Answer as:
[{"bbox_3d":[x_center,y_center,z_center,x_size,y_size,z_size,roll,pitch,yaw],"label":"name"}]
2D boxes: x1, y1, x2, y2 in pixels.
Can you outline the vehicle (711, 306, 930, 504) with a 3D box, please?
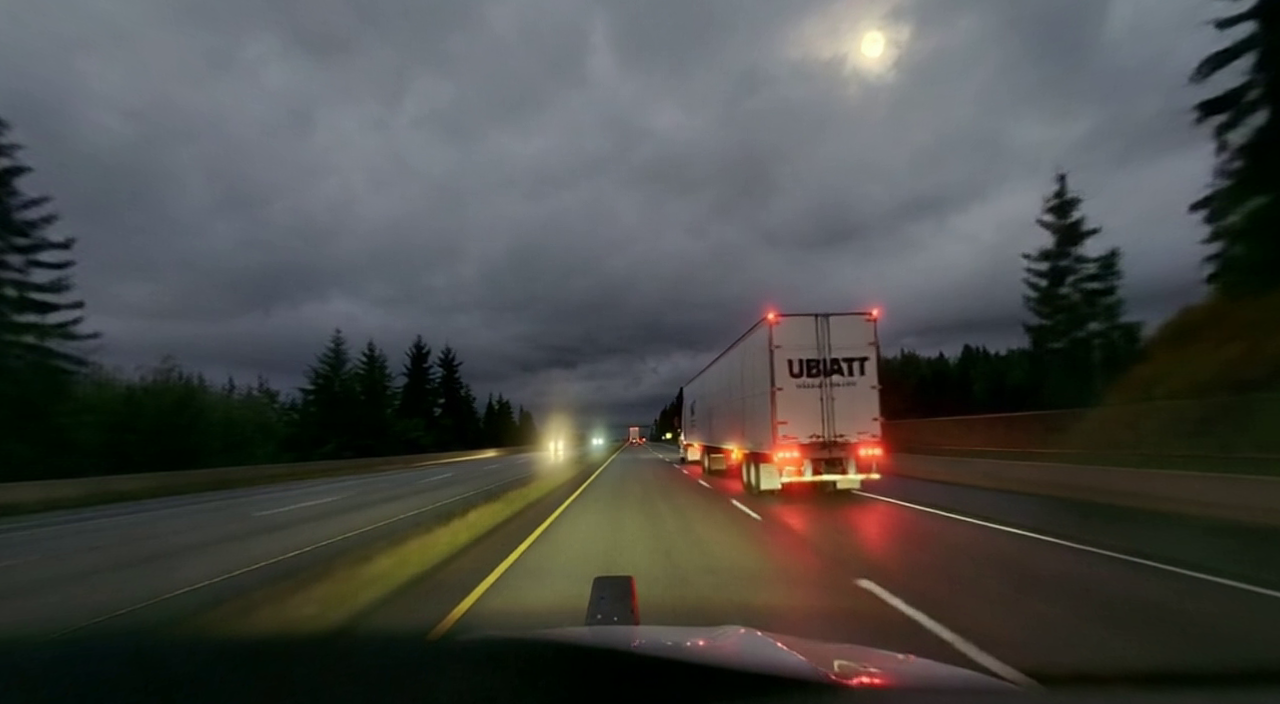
[{"bbox_3d":[3.973,1.572,16.470,3.006,3.850,8.310,0,-8,-1],"label":"vehicle"}]
